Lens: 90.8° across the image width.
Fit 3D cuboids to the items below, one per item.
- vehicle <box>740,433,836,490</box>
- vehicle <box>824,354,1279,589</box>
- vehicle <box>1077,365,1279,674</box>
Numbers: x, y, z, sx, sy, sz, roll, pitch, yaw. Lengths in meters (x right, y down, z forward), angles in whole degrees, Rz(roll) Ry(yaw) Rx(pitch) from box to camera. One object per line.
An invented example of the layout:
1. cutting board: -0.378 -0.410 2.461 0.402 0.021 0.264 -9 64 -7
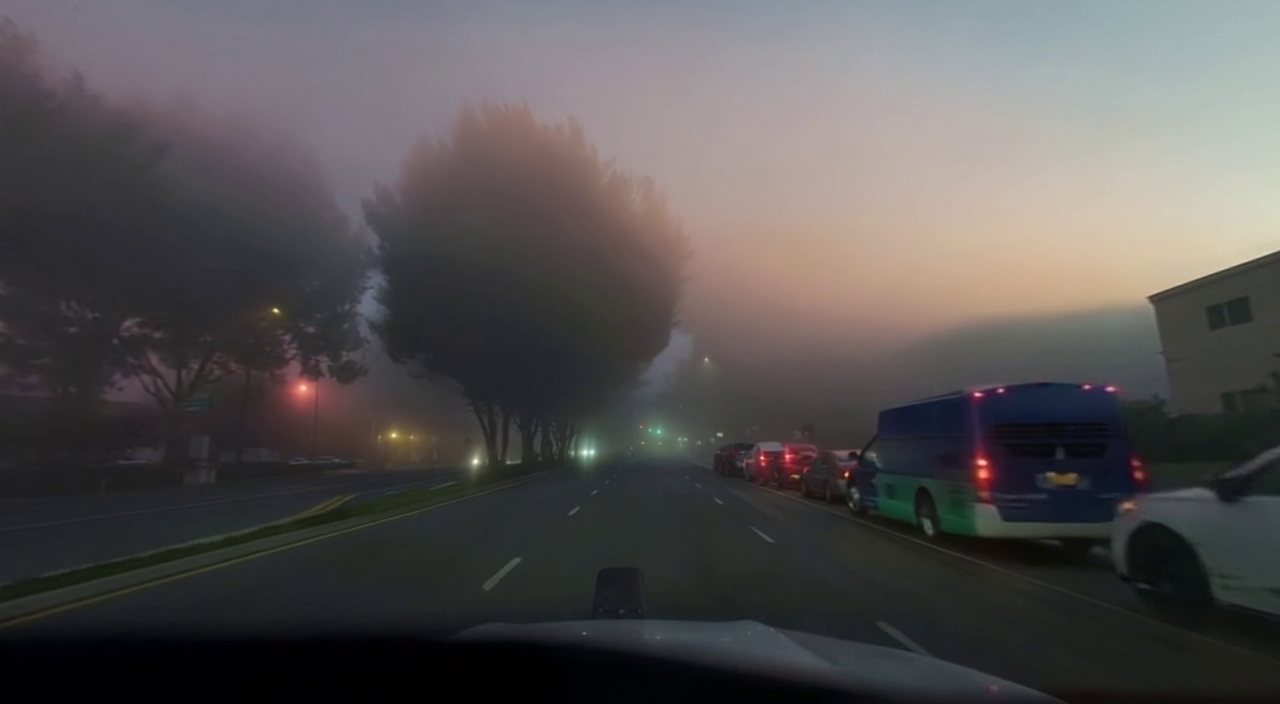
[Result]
1. vehicle: 4.810 3.626 21.260 2.028 1.660 4.705 0 -8 -1
2. vehicle: 4.680 1.536 8.916 2.351 2.125 6.230 -1 -8 1
3. vehicle: 4.826 0.850 2.898 2.304 1.760 4.630 0 -8 0
